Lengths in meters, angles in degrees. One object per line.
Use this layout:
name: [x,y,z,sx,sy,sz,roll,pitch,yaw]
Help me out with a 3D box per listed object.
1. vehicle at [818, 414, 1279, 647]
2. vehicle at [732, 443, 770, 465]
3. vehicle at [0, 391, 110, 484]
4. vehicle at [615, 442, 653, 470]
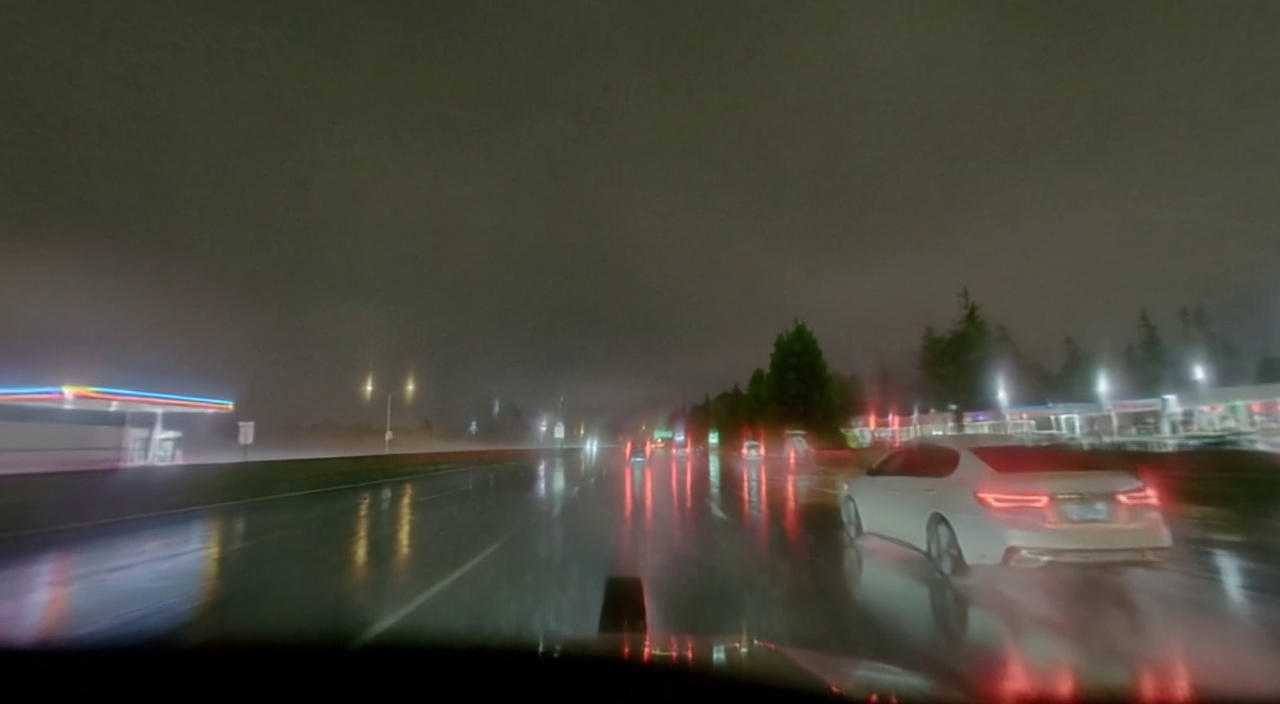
vehicle: [3.588,1.505,6.479,2.172,1.490,4.668,0,-8,0]
vehicle: [7.770,7.193,44.495,1.867,1.463,4.295,0,-8,-1]
vehicle: [-29.074,3.659,26.940,2.967,3.957,11.098,0,-8,1]
vehicle: [-0.331,5.771,35.155,1.999,1.473,4.351,0,-8,0]
